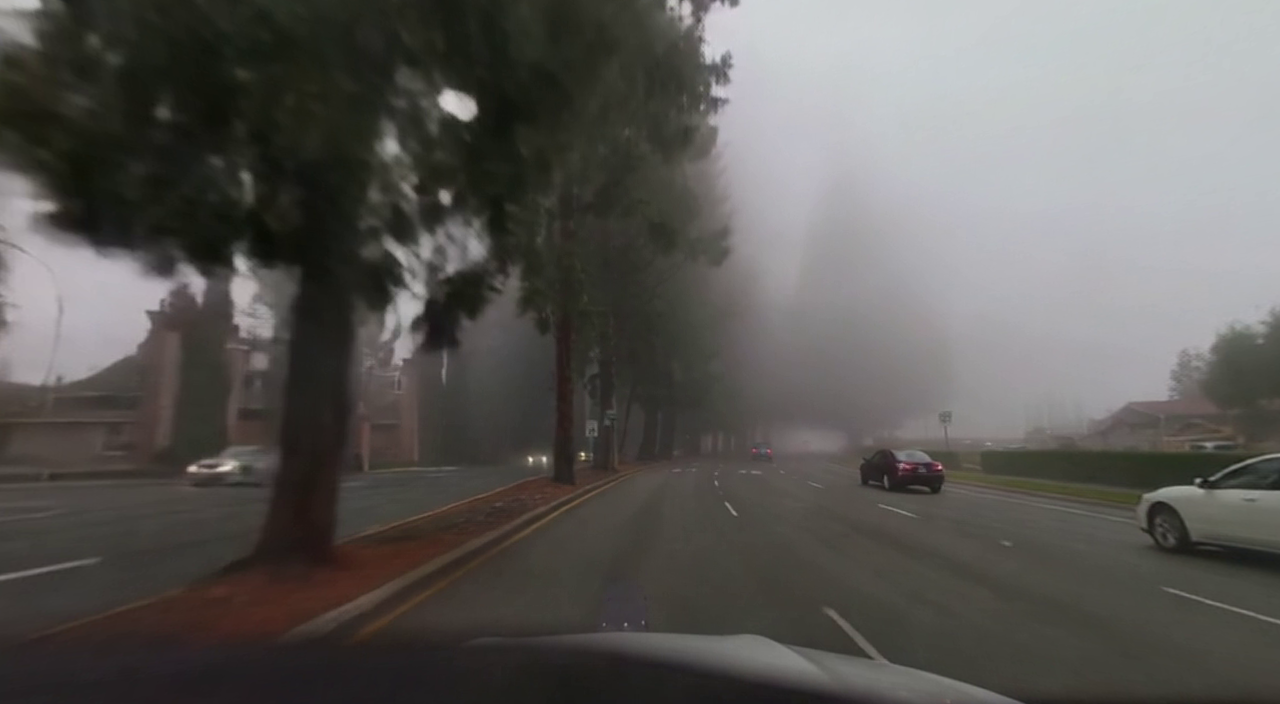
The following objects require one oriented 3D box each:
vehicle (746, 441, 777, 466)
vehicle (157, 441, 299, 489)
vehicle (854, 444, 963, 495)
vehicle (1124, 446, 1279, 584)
[{"bbox_3d":[8.474,7.086,44.109,1.991,1.684,4.127,-2,-9,10],"label":"vehicle"},{"bbox_3d":[-16.250,4.445,25.196,1.952,1.686,4.494,-2,-9,14],"label":"vehicle"},{"bbox_3d":[8.589,3.764,20.638,1.855,1.444,4.389,-1,-8,4],"label":"vehicle"},{"bbox_3d":[7.407,1.639,6.270,1.783,1.386,4.433,0,-8,2],"label":"vehicle"}]
